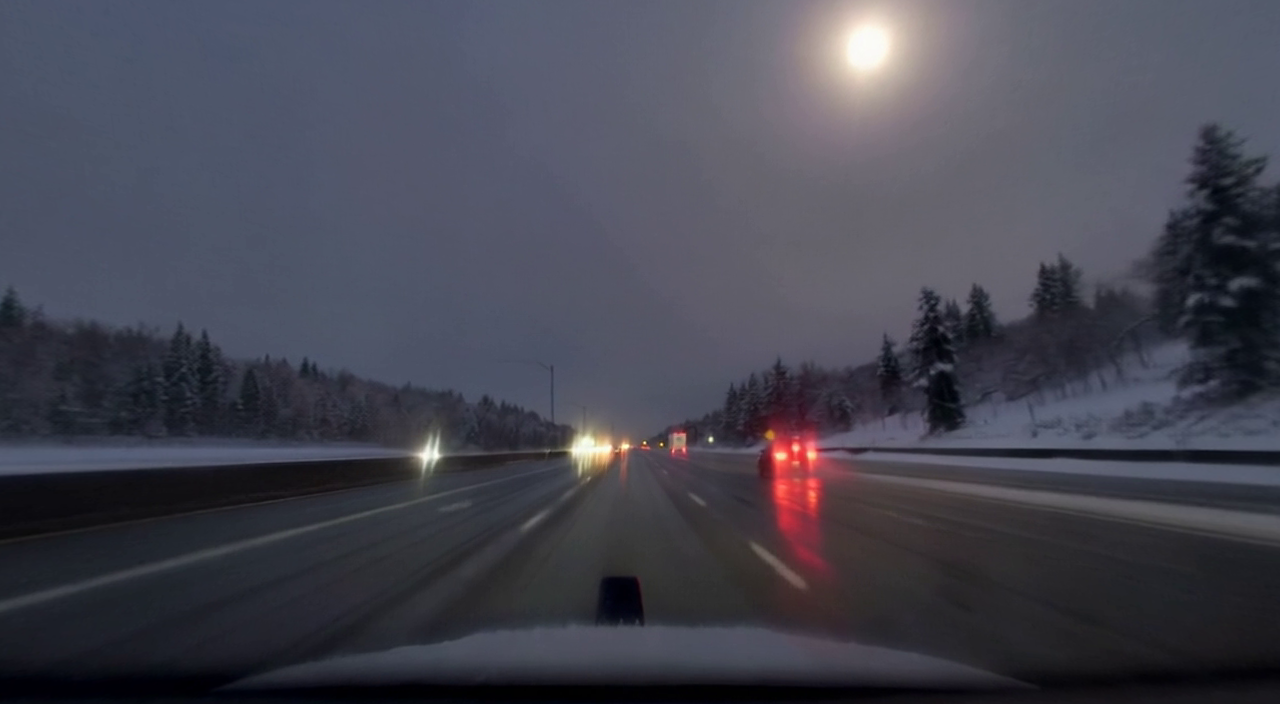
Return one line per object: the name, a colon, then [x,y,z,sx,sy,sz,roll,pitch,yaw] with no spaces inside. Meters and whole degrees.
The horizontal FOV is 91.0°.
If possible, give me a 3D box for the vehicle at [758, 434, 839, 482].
vehicle: [6.298,4.266,25.634,2.096,1.767,4.601,0,-9,0]
